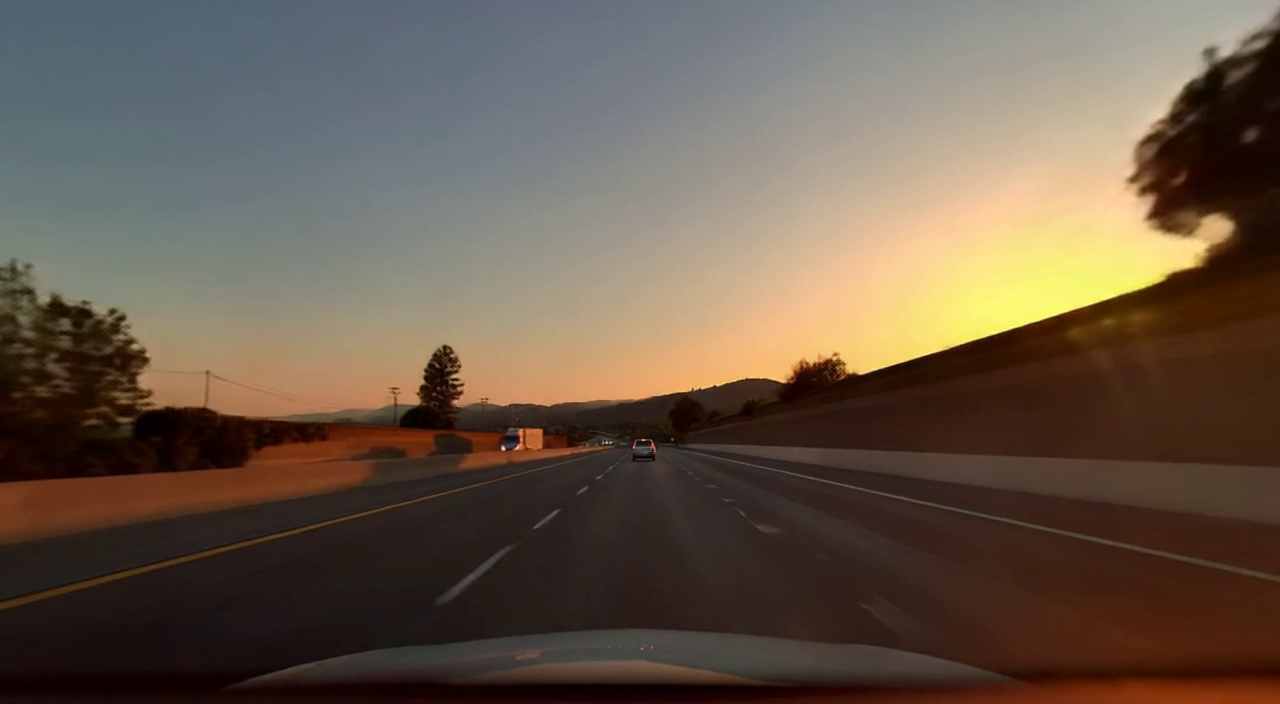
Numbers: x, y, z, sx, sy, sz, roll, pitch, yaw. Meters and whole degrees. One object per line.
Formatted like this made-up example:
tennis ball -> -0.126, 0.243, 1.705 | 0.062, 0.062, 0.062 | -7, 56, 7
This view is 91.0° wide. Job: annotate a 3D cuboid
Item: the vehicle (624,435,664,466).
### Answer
vehicle -> 0.228, 5.619, 35.942 | 2.111, 1.635, 4.177 | 0, -8, 0
